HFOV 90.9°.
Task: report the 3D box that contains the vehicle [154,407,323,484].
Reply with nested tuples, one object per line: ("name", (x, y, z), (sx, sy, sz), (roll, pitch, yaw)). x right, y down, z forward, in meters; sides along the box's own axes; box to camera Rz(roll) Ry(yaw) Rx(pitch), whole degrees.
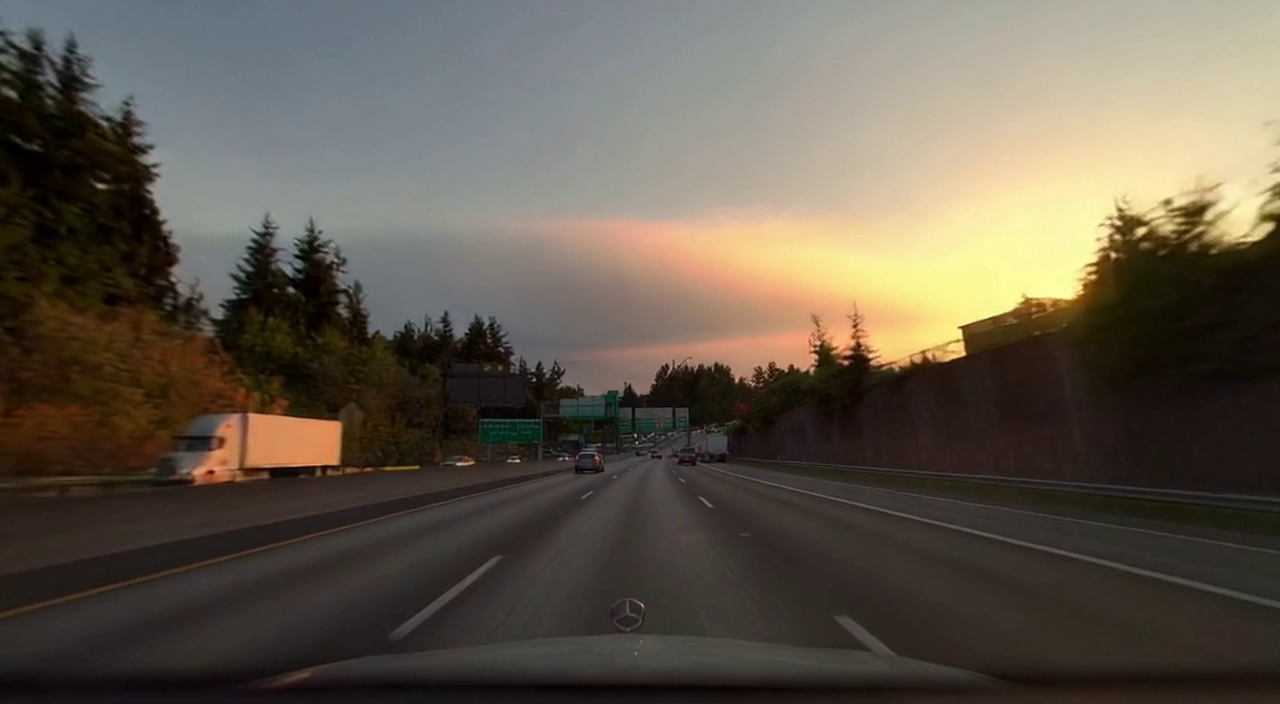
("vehicle", (-21.568, 5.197, 34.828), (2.929, 3.616, 9.320), (0, -9, 2))

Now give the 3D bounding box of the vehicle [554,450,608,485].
("vehicle", (-2.699, 5.402, 29.753), (2.035, 1.513, 4.272), (0, -9, 2))
